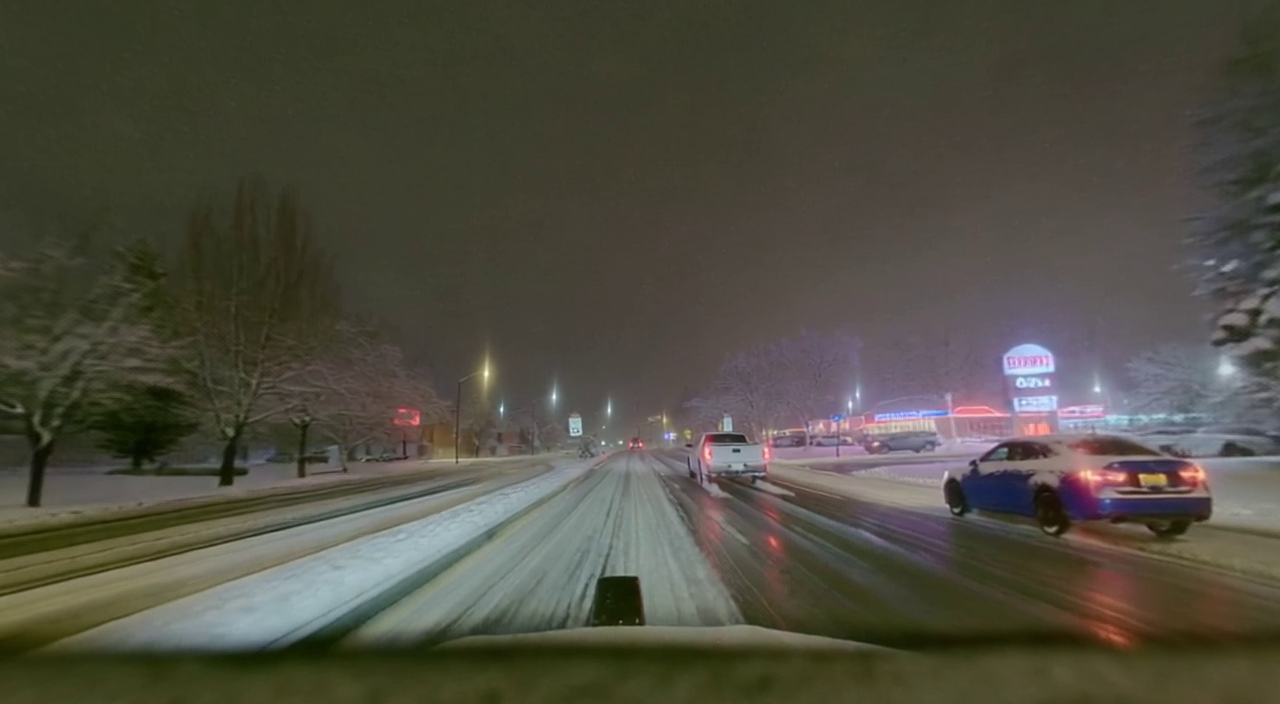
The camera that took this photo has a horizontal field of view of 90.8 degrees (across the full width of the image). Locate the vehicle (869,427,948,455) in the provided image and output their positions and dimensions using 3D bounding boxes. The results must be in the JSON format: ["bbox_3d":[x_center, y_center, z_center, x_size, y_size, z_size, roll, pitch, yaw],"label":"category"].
[{"bbox_3d":[17.597,5.869,41.540,4.262,1.714,2.084,-1,-8,6],"label":"vehicle"}]

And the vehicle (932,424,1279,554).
[{"bbox_3d":[6.504,1.911,9.586,1.986,1.480,4.296,0,-8,-1],"label":"vehicle"}]

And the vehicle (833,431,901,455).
[{"bbox_3d":[17.393,6.988,48.477,4.345,1.707,2.046,0,-8,-3],"label":"vehicle"}]

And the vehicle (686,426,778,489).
[{"bbox_3d":[2.808,3.384,20.607,2.214,1.749,4.998,0,-8,0],"label":"vehicle"}]
